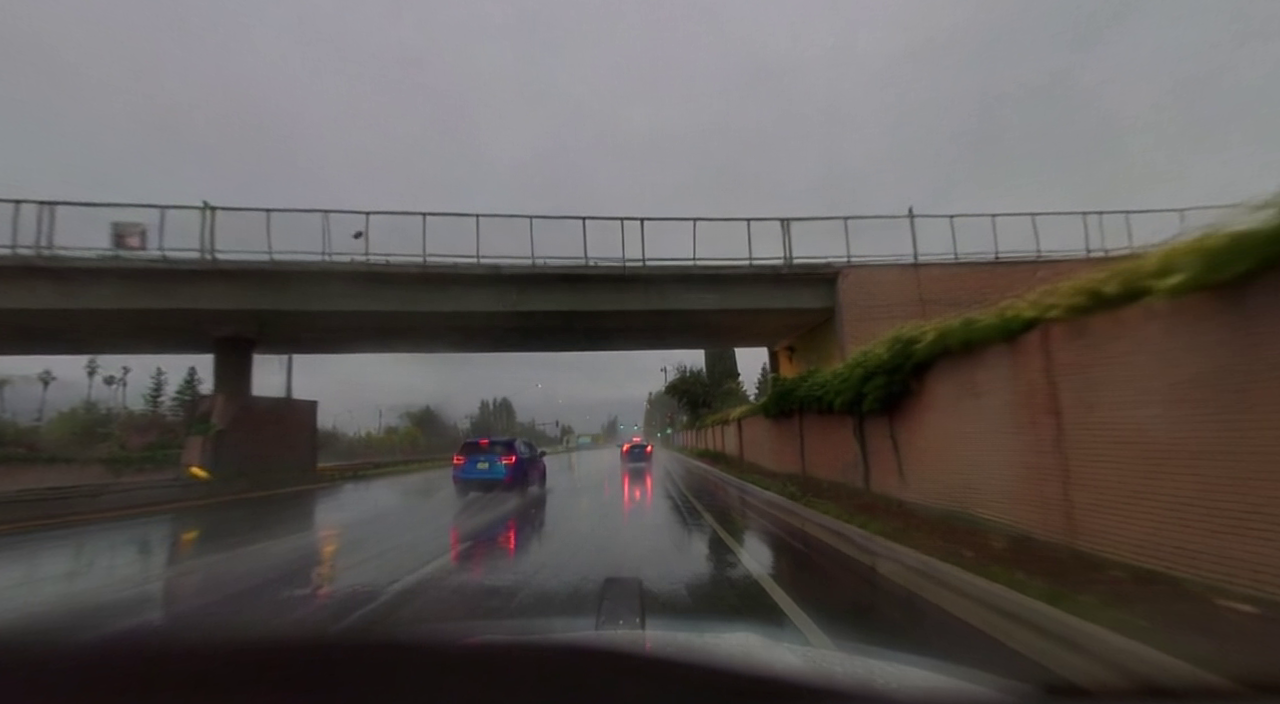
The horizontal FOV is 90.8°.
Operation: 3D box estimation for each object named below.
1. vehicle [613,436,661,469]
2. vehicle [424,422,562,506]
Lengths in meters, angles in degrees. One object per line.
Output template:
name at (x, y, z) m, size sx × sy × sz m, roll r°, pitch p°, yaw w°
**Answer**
vehicle at (-0.142, 4.955, 31.257) m, size 2.205 × 1.509 × 4.272 m, roll 0°, pitch -8°, yaw -1°
vehicle at (-3.432, 2.729, 15.847) m, size 2.223 × 1.771 × 4.581 m, roll 0°, pitch -8°, yaw 2°
